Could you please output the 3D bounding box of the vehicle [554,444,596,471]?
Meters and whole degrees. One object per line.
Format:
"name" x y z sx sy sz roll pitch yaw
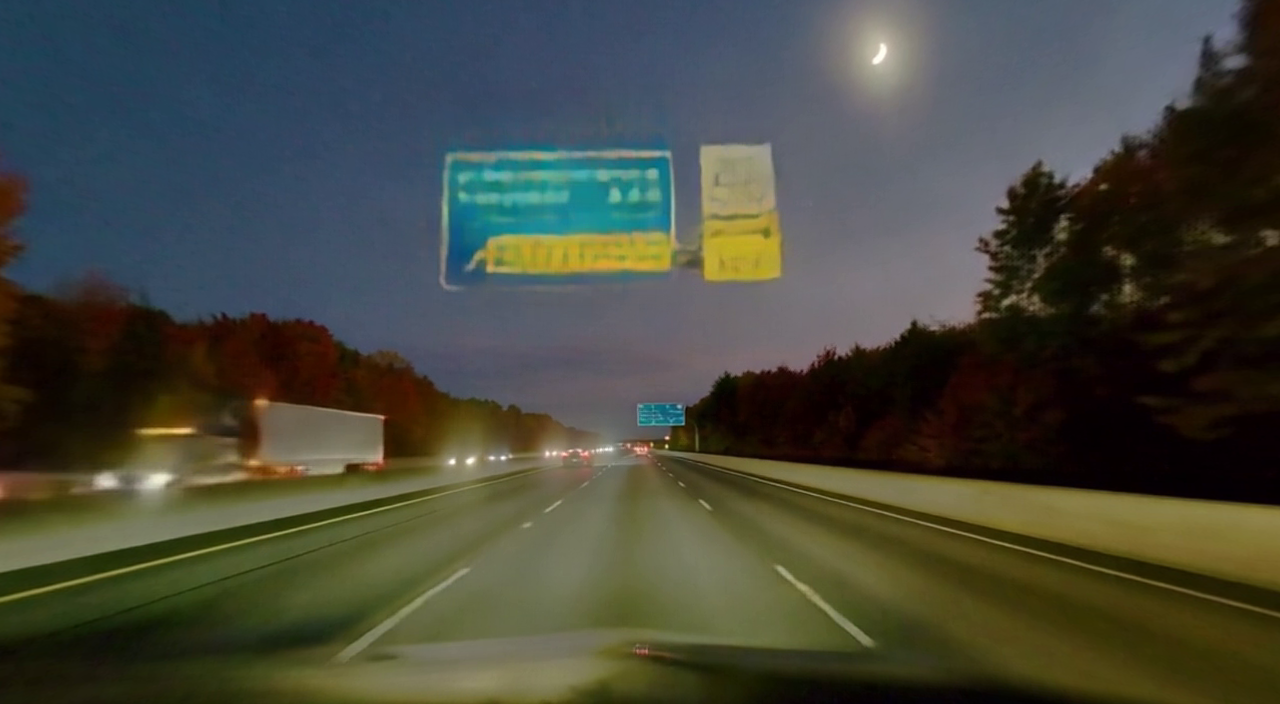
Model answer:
"vehicle" -4.040 6.649 39.788 2.153 1.577 4.707 0 -9 0

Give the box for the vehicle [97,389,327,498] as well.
"vehicle" -18.557 4.215 28.634 2.987 4.035 10.612 0 -9 0

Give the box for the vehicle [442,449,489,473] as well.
"vehicle" -11.421 7.140 41.181 1.859 1.504 4.035 0 -9 1
